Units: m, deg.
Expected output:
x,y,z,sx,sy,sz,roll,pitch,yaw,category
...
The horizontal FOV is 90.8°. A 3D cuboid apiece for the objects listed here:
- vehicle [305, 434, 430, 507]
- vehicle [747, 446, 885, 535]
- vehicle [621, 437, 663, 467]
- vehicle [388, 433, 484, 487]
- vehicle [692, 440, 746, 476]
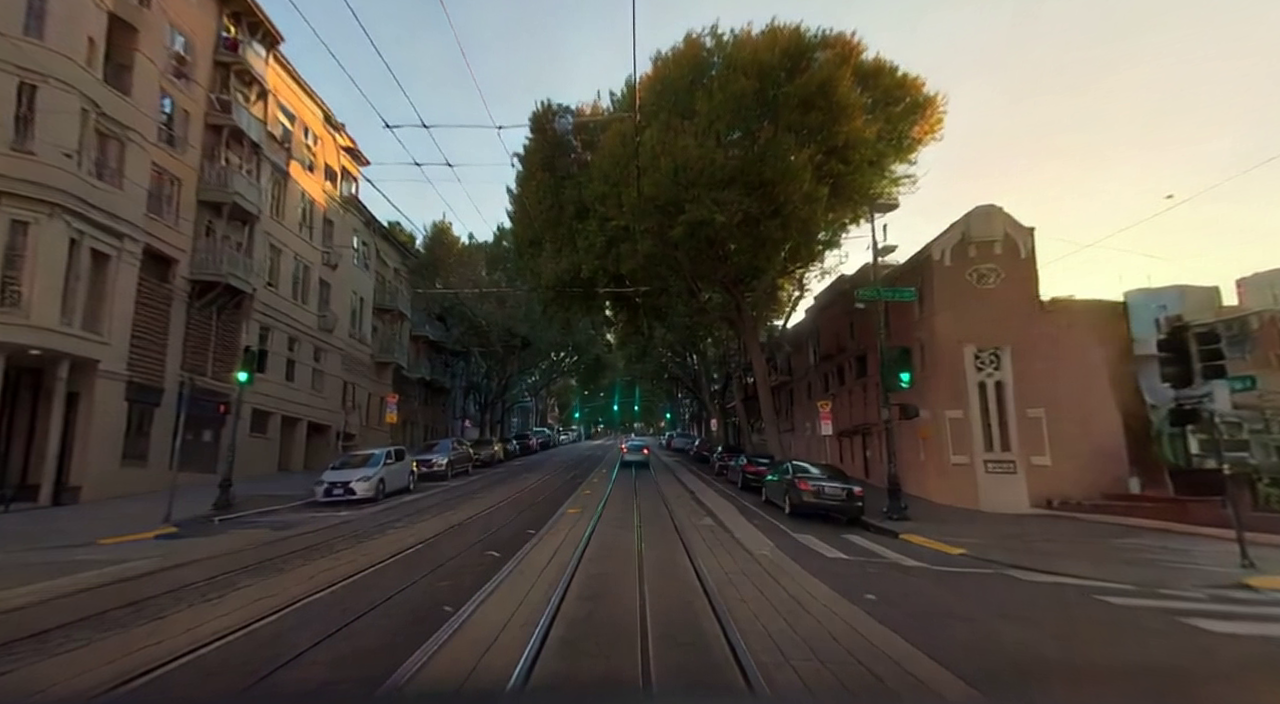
x,y,z,sx,sy,sz,roll,pitch,yaw,category
-7.400,3.405,17.648,1.779,1.588,3.953,2,-16,-2,vehicle
3.878,3.085,14.744,1.929,1.723,4.134,0,-8,-2,vehicle
0.058,5.476,34.760,1.984,1.571,3.404,1,-8,-5,vehicle
-7.383,3.989,23.410,1.861,1.751,4.550,1,-9,2,vehicle
3.730,5.068,30.473,1.890,1.559,4.281,0,-8,-2,vehicle
